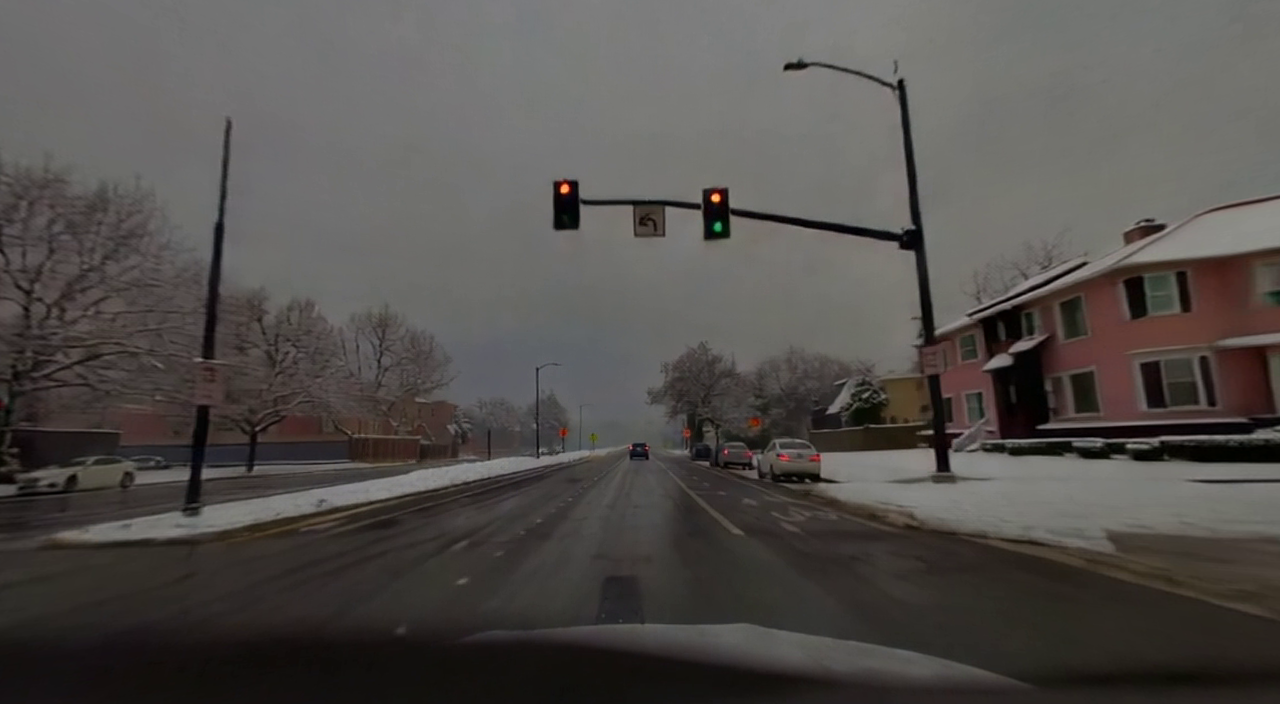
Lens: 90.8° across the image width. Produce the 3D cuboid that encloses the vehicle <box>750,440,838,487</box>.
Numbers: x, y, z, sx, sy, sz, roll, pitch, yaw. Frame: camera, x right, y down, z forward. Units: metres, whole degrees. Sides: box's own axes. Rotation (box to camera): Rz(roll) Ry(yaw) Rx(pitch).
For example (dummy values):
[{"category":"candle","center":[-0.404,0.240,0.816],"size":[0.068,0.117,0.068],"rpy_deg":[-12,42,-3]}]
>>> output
[{"category":"vehicle","center":[5.697,4.172,24.055],"size":[2.066,1.552,4.799],"rpy_deg":[0,-8,-1]}]

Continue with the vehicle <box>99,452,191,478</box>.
[{"category":"vehicle","center":[-37.915,8.653,48.456],"size":[4.982,1.915,2.401],"rpy_deg":[0,-8,0]}]

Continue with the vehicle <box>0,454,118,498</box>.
[{"category":"vehicle","center":[-25.819,5.348,27.676],"size":[1.912,1.681,4.625],"rpy_deg":[0,-9,-1]}]

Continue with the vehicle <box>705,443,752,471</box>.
[{"category":"vehicle","center":[5.496,6.567,39.919],"size":[2.131,1.604,5.543],"rpy_deg":[0,-8,0]}]
